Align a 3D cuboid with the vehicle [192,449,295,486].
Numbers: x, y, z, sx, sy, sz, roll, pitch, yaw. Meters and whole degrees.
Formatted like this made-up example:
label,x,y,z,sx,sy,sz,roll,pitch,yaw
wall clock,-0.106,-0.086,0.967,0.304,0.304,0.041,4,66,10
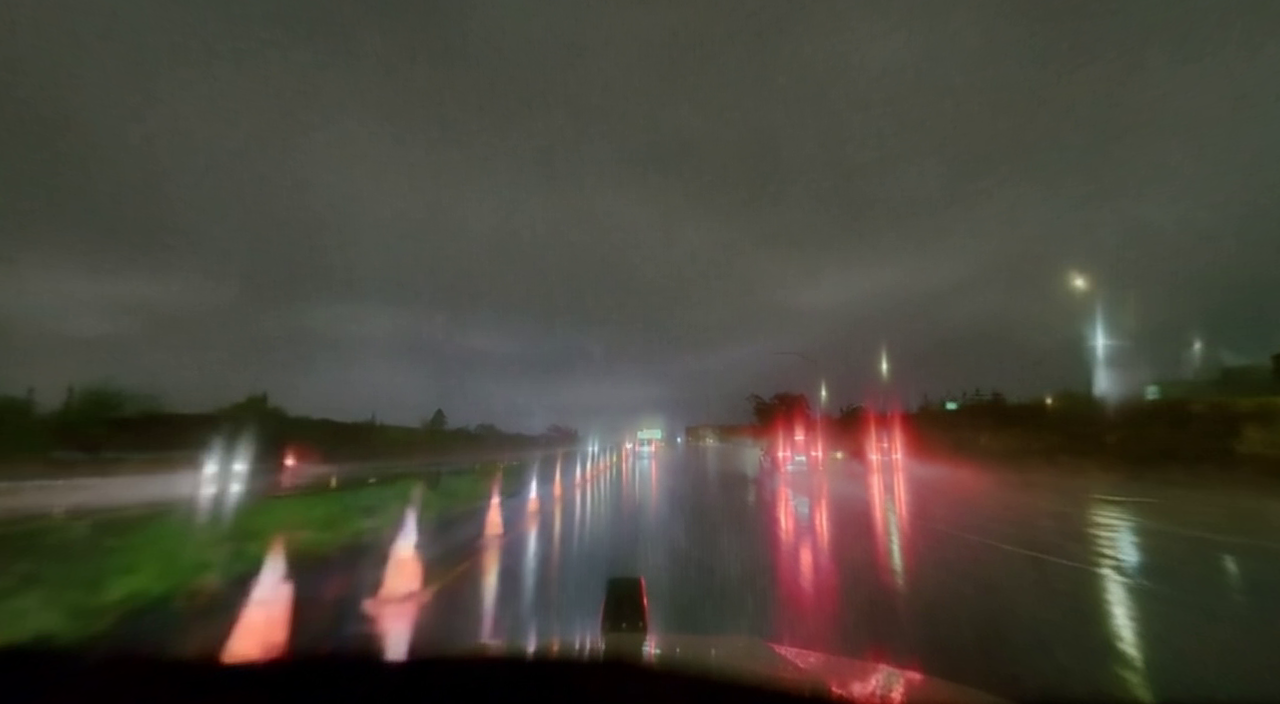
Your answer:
label,x,y,z,sx,sy,sz,roll,pitch,yaw
vehicle,-20.124,5.861,32.339,1.977,1.701,4.917,0,-8,1
